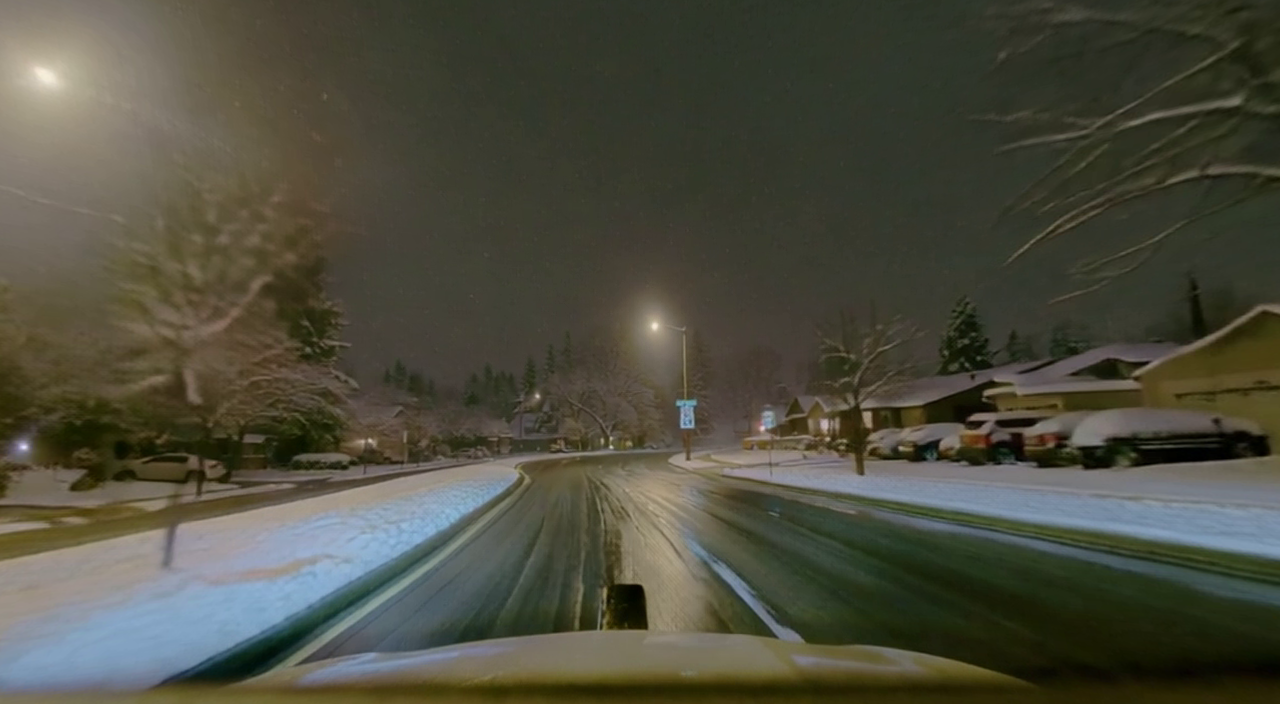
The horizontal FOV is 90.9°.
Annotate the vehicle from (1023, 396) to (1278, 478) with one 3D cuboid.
[{"bbox_3d":[13.638,2.364,17.235,4.693,1.764,2.265,-5,-10,10],"label":"vehicle"}]

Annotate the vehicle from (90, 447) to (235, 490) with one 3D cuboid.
[{"bbox_3d":[-22.664,5.530,30.160,4.879,1.854,2.265,1,-9,-11],"label":"vehicle"}]
